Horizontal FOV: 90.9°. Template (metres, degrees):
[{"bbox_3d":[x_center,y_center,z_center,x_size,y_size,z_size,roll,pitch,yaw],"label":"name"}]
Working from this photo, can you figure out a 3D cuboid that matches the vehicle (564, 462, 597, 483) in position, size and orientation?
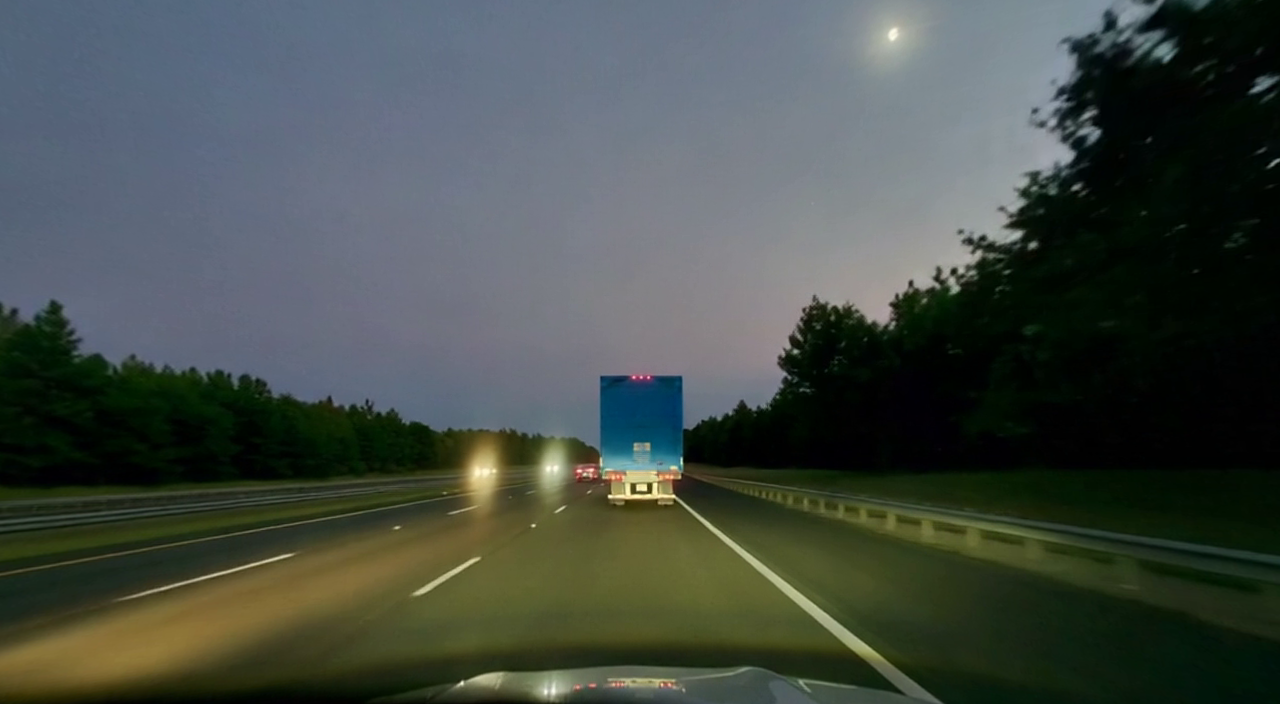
[{"bbox_3d":[-4.540,9.365,48.926,2.104,1.536,4.599,1,-10,0],"label":"vehicle"}]

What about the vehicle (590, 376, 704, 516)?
[{"bbox_3d":[0.043,3.354,21.590,3.008,3.678,9.512,1,-10,-2],"label":"vehicle"}]
